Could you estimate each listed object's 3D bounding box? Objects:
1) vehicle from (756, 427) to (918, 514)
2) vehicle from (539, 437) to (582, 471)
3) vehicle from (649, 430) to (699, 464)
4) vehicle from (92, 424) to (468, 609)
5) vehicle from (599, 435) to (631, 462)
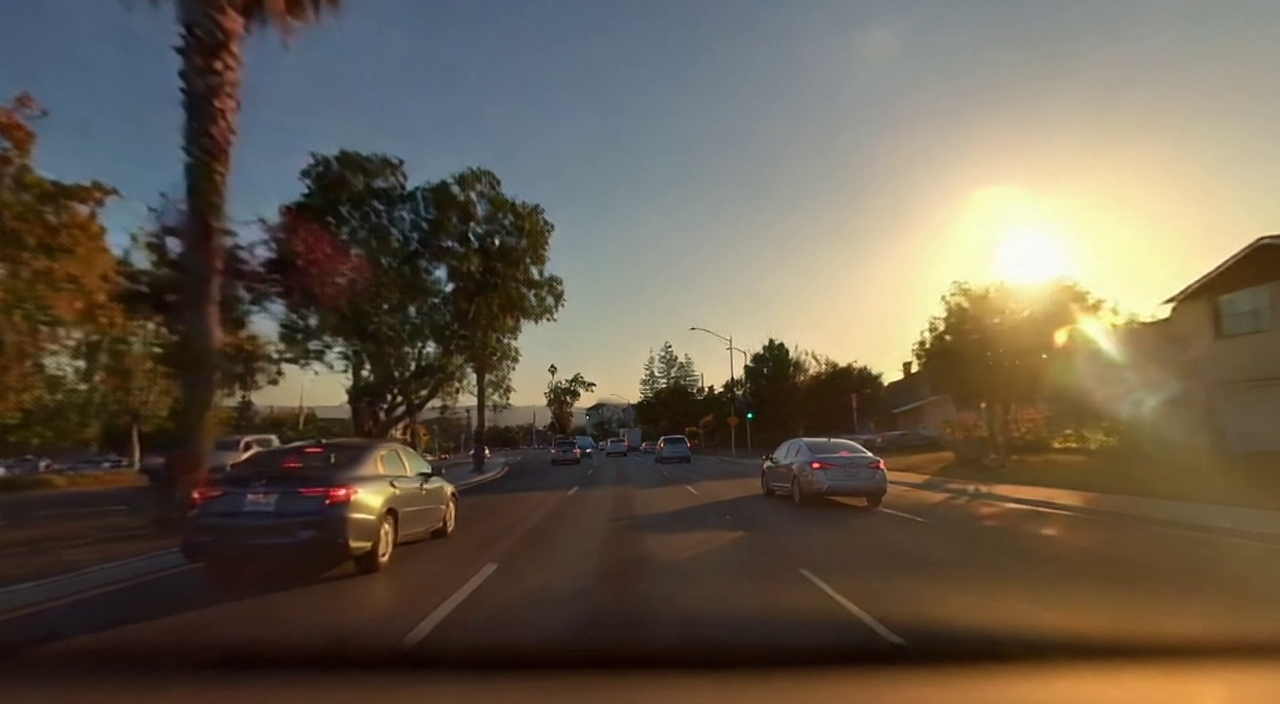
[{"bbox_3d":[3.841,2.380,13.163,1.870,1.491,4.009,0,-8,-3],"label":"vehicle"},{"bbox_3d":[-4.043,5.242,32.619,1.922,1.577,4.140,0,-8,-4],"label":"vehicle"},{"bbox_3d":[2.050,5.985,39.725,2.391,1.960,5.600,0,-8,-4],"label":"vehicle"},{"bbox_3d":[-3.505,1.651,7.303,1.924,1.473,4.200,0,-8,-1],"label":"vehicle"},{"bbox_3d":[-1.939,7.257,47.599,2.164,1.867,4.254,0,-8,-5],"label":"vehicle"}]
